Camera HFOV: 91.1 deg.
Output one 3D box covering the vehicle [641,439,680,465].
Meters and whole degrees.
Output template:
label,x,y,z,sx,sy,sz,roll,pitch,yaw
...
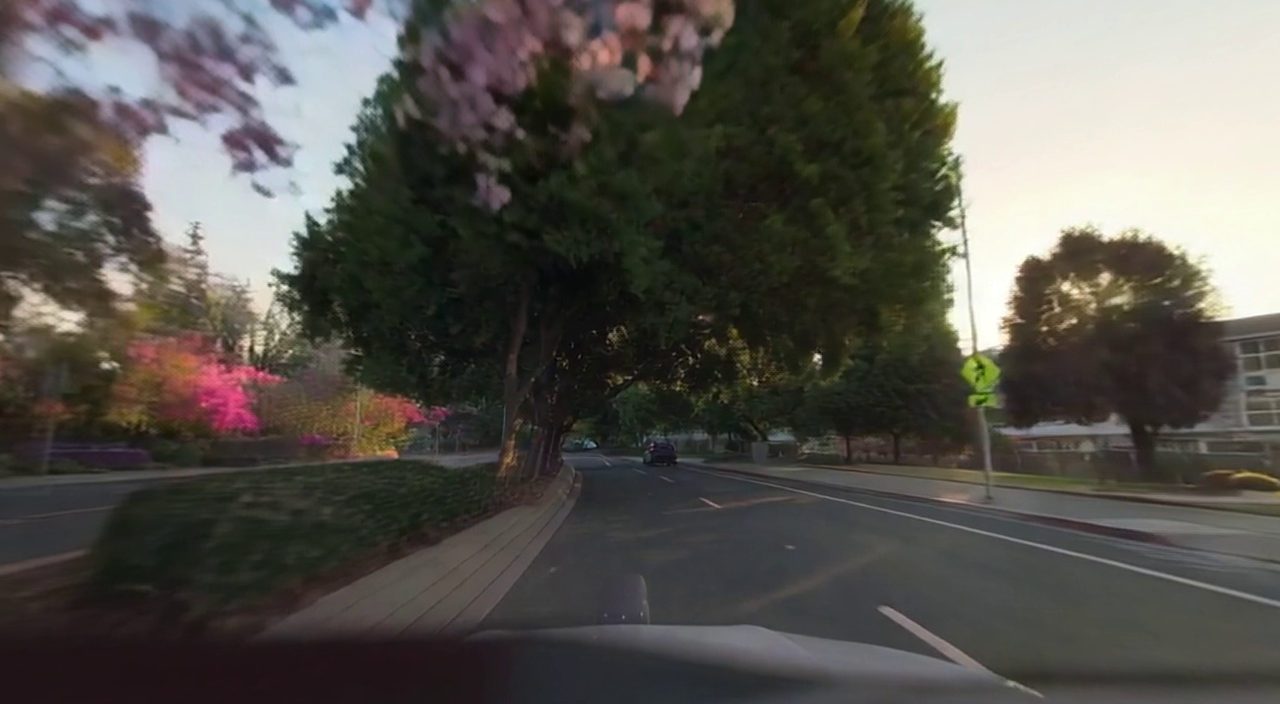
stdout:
label,x,y,z,sx,sy,sz,roll,pitch,yaw
vehicle,1.489,7.522,47.489,2.166,1.828,4.607,1,-9,-9
